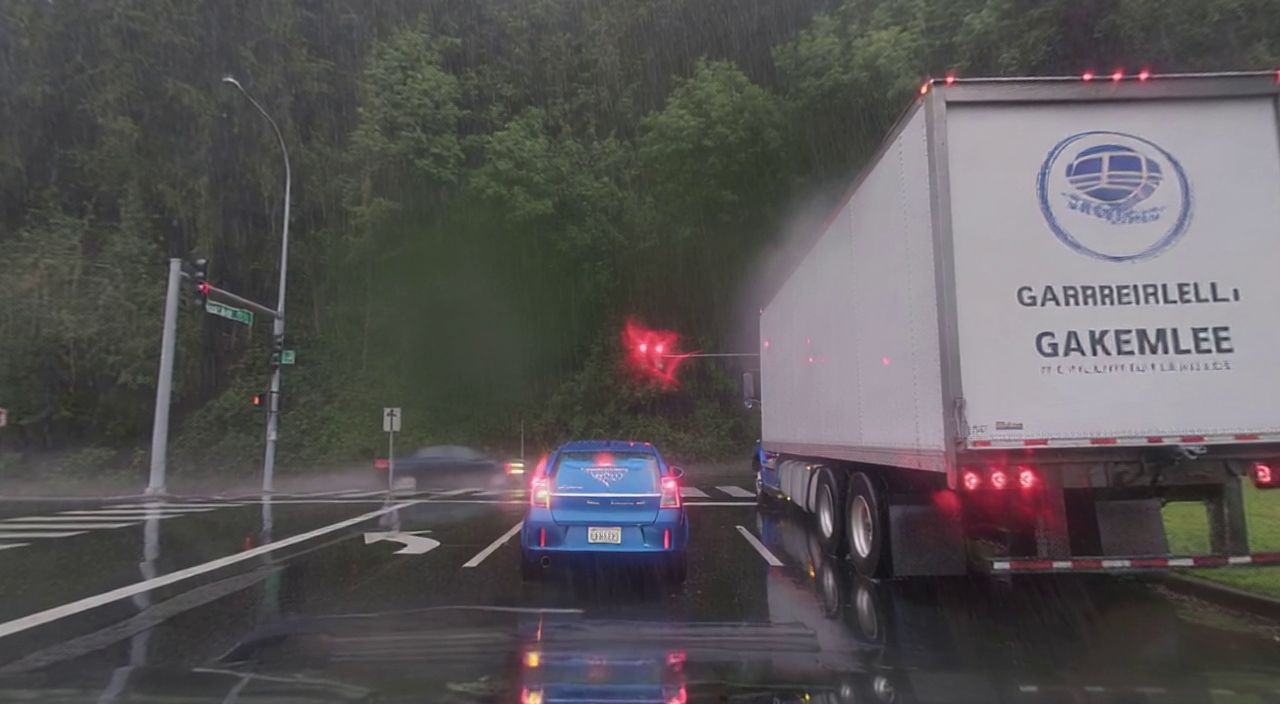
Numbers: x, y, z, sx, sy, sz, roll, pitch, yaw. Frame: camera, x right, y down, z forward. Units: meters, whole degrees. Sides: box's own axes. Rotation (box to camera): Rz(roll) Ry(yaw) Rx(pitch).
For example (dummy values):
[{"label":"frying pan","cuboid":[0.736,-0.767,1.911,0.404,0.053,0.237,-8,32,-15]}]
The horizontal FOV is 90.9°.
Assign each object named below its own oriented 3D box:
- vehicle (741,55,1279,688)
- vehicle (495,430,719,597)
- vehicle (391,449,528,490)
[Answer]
[{"label":"vehicle","cuboid":[3.511,0.725,8.542,2.884,3.753,9.763,0,-9,1]},{"label":"vehicle","cuboid":[-0.328,1.713,7.425,1.975,1.457,3.526,0,-9,-1]},{"label":"vehicle","cuboid":[-6.752,4.453,24.070,4.761,1.436,1.870,1,-9,-8]}]
